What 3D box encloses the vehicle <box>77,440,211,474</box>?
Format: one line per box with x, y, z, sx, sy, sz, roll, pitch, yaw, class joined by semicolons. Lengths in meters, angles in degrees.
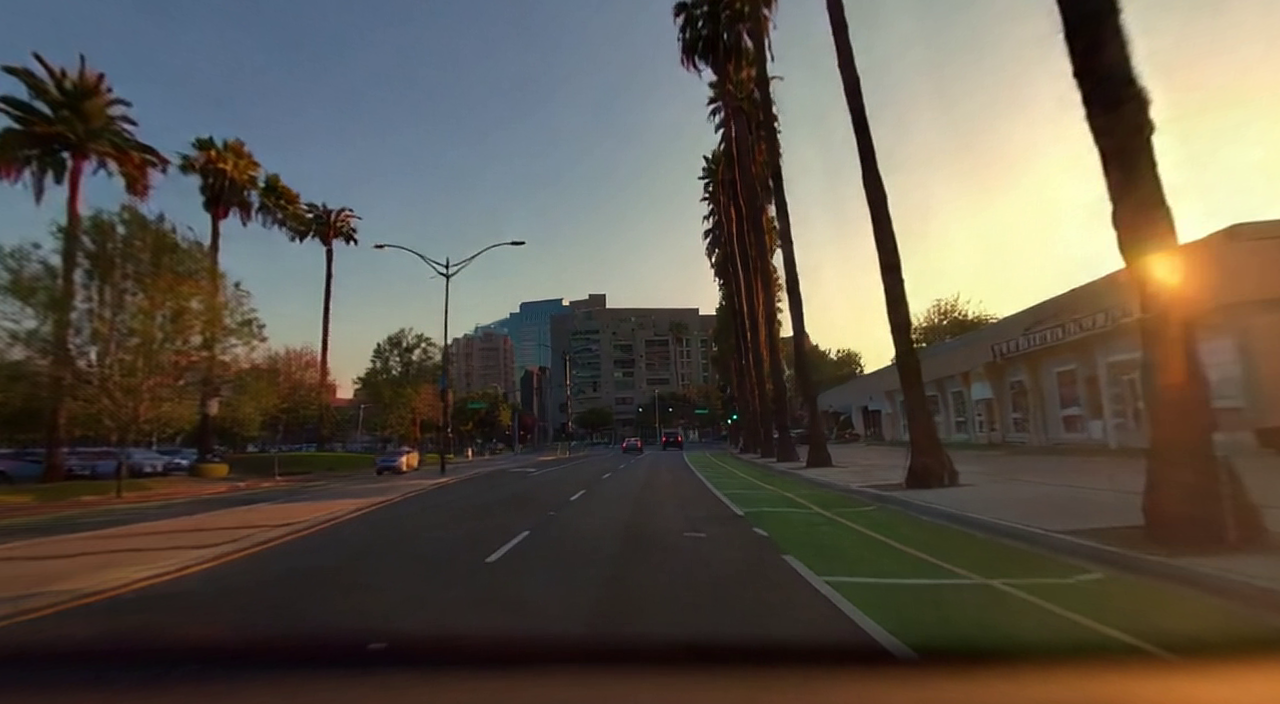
-29.150;6.189;37.269;5.940;1.904;2.360;-1;-8;2;vehicle

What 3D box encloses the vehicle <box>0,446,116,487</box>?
-29.548;5.738;31.866;4.220;1.953;2.187;-1;-8;3;vehicle

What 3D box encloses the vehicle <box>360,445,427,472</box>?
-17.071;7.378;44.066;2.178;1.779;5.406;-1;-8;4;vehicle
